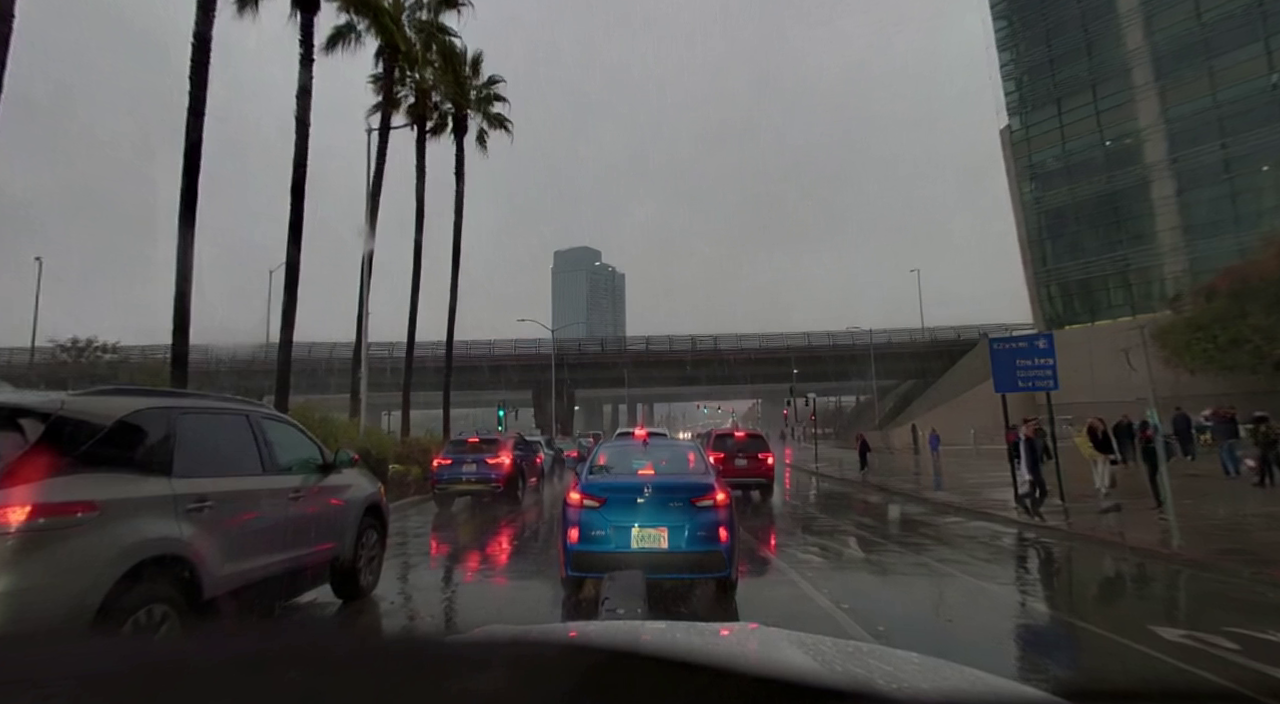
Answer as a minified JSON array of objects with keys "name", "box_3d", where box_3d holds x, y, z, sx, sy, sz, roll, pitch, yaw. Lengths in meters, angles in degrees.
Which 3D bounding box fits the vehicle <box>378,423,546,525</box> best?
[{"name":"vehicle","box_3d":[-3.198,2.286,12.323,1.955,1.637,4.032,0,-8,2]}]

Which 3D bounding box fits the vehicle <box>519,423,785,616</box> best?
[{"name":"vehicle","box_3d":[0.082,1.597,6.974,2.036,1.461,4.129,0,-8,0]}]

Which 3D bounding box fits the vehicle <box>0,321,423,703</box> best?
[{"name":"vehicle","box_3d":[-3.259,1.059,4.186,2.014,1.740,4.359,0,-8,1]}]
